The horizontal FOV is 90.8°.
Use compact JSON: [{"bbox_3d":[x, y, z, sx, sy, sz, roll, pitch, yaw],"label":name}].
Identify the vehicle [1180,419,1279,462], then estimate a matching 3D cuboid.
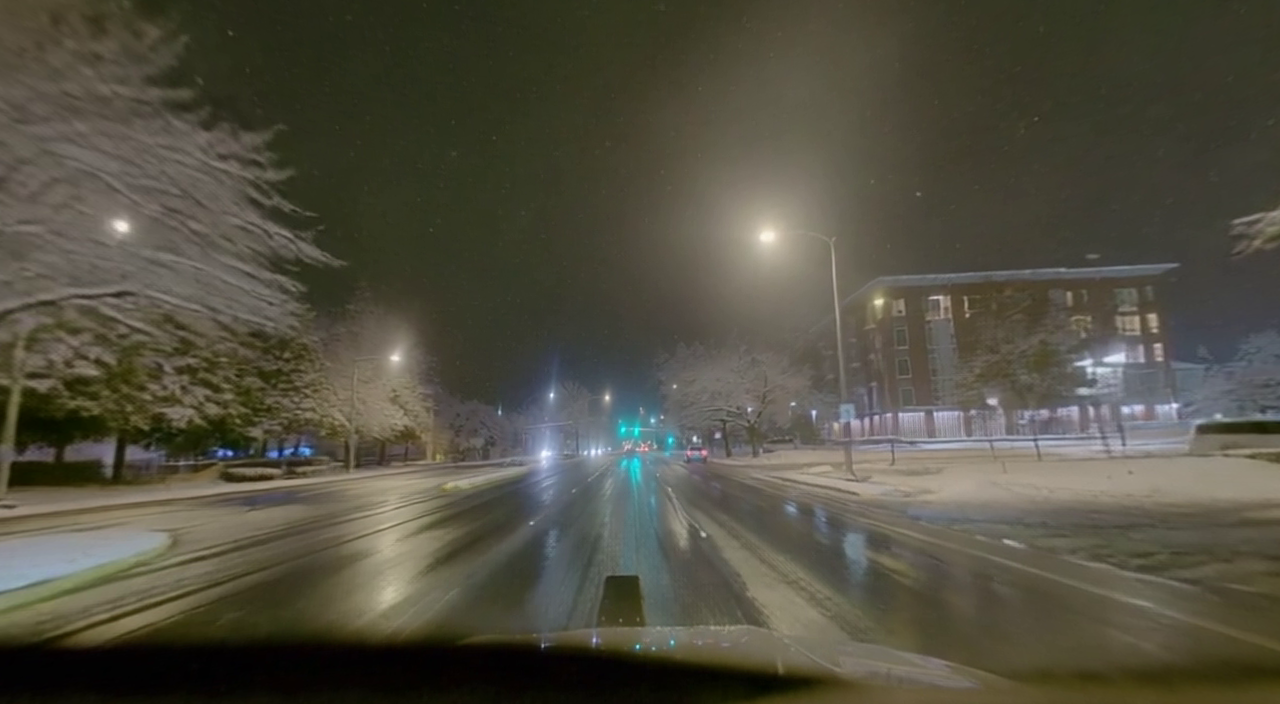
[{"bbox_3d":[22.421,3.181,22.612,1.834,1.444,4.703,0,-8,-3],"label":"vehicle"}]
